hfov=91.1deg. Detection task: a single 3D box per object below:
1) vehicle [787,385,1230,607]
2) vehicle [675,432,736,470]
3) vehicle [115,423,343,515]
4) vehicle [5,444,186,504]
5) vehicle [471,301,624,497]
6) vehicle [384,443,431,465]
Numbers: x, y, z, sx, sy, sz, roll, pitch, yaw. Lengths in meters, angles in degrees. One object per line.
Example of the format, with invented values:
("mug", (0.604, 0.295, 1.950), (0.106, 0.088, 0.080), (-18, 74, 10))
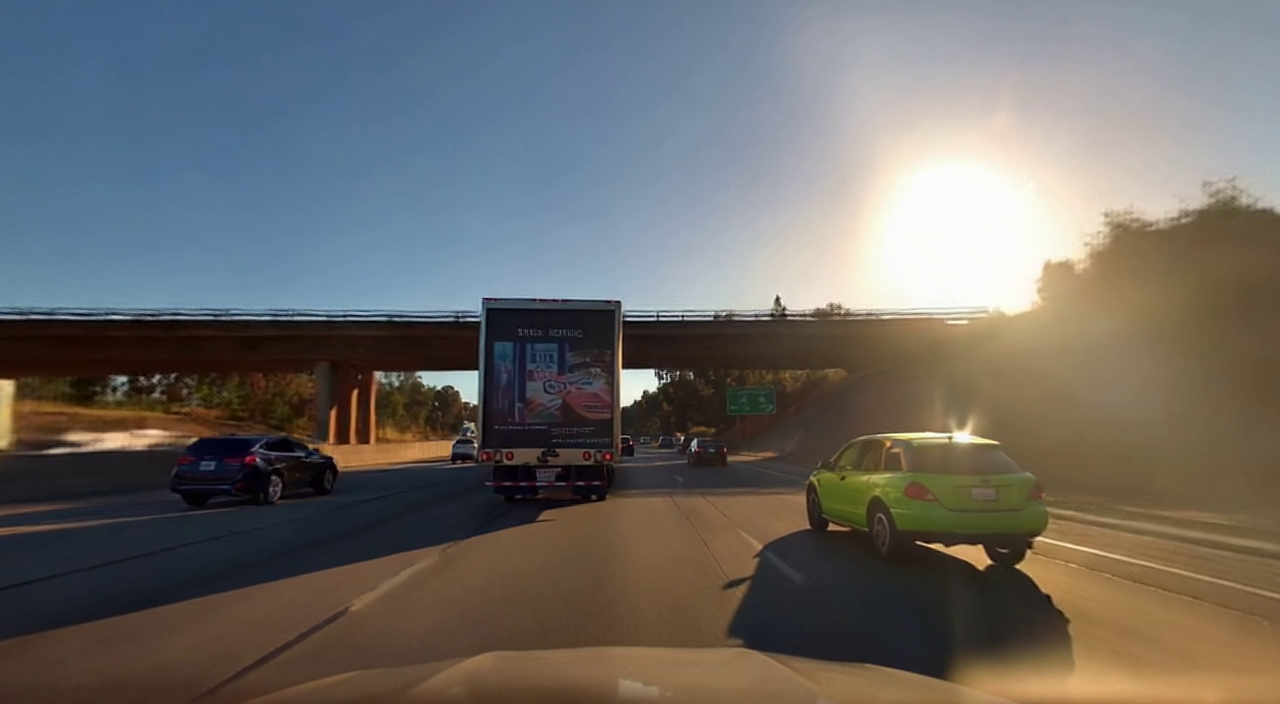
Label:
("vehicle", (3.300, 1.371, 6.980), (2.118, 1.647, 4.400), (0, -8, -2))
("vehicle", (2.766, 4.311, 27.688), (2.003, 1.519, 4.580), (0, -8, -2))
("vehicle", (-8.562, 2.435, 13.744), (2.048, 1.652, 4.421), (0, -8, -1))
("vehicle", (-16.506, 3.674, 19.411), (1.933, 1.573, 4.153), (0, -8, -2))
("vehicle", (-2.202, 1.545, 17.193), (2.911, 3.787, 9.905), (1, -8, -5))
("vehicle", (-17.470, 7.676, 47.367), (1.874, 1.491, 4.393), (0, -7, 0))
